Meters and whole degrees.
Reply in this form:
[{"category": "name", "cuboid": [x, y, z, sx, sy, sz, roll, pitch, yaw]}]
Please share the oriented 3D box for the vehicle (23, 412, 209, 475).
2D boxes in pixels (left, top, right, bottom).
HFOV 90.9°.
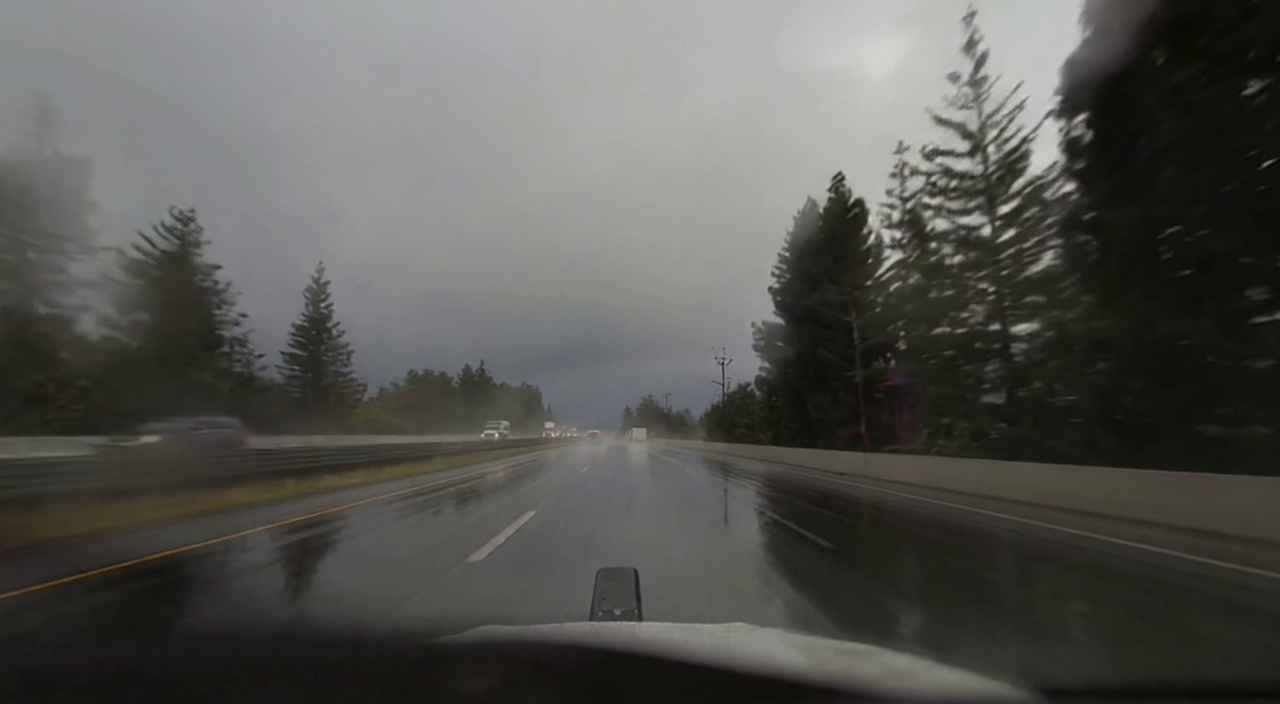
[{"category": "vehicle", "cuboid": [-12.728, 2.240, 15.610, 1.657, 1.367, 3.463, 0, -8, -2]}]
